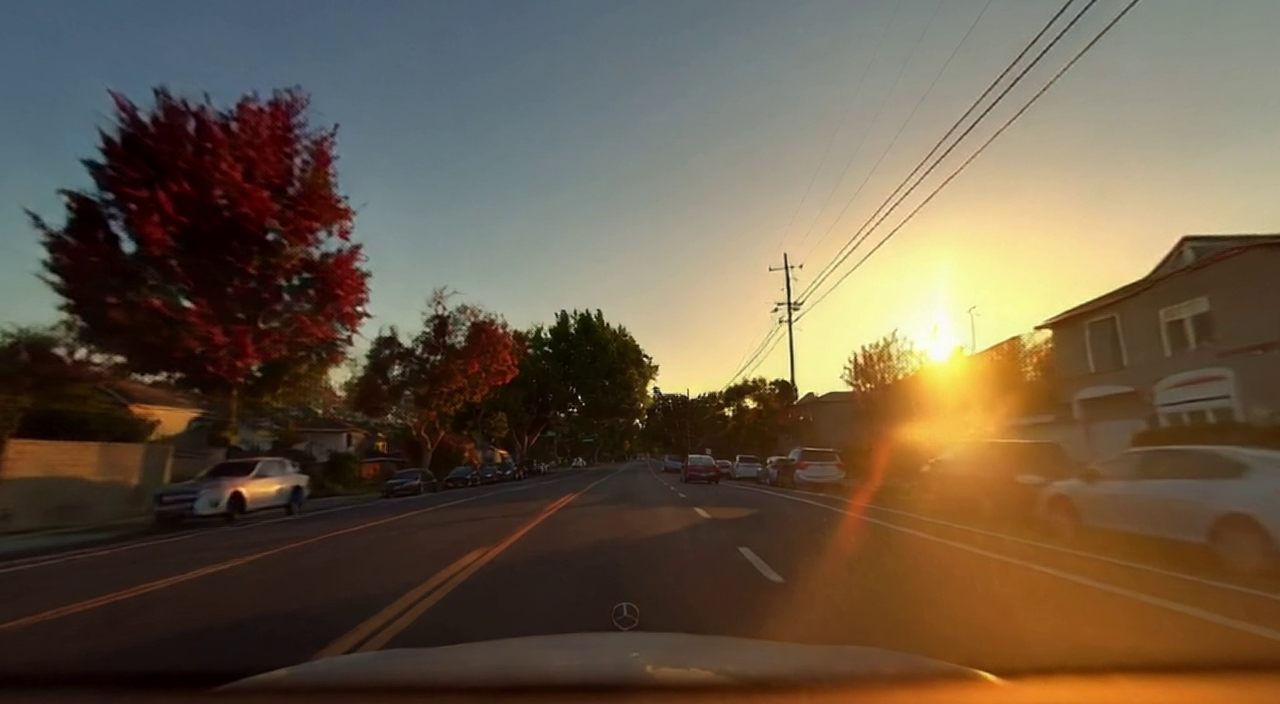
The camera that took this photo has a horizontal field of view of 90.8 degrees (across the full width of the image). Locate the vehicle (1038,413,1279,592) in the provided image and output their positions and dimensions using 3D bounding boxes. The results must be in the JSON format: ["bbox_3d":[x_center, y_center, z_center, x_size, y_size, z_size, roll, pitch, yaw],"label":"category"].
[{"bbox_3d":[7.484,1.691,7.533,2.071,1.793,5.072,0,-8,-1],"label":"vehicle"}]

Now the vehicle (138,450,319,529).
[{"bbox_3d":[-11.609,3.850,18.342,2.181,1.920,4.570,0,-8,-1],"label":"vehicle"}]

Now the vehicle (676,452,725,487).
[{"bbox_3d":[3.060,6.021,32.792,1.951,1.620,4.582,0,-8,-2],"label":"vehicle"}]

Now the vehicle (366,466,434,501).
[{"bbox_3d":[-11.822,6.476,31.446,1.809,1.476,4.423,0,-9,-2],"label":"vehicle"}]

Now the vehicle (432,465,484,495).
[{"bbox_3d":[-11.868,8.346,41.490,1.888,1.668,5.052,0,-9,0],"label":"vehicle"}]

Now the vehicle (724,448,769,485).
[{"bbox_3d":[7.126,7.681,42.774,2.081,2.286,4.941,0,-9,-2],"label":"vehicle"}]

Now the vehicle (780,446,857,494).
[{"bbox_3d":[7.473,4.958,27.010,1.873,1.867,4.673,0,-9,-1],"label":"vehicle"}]
